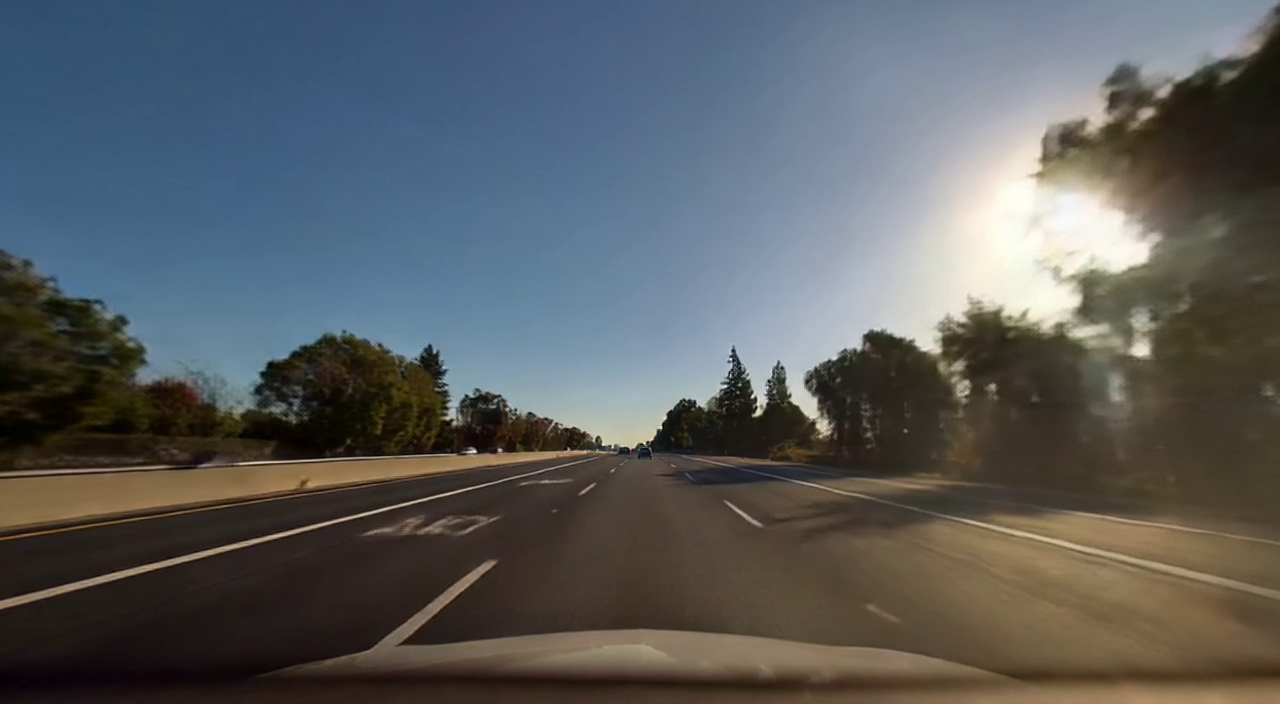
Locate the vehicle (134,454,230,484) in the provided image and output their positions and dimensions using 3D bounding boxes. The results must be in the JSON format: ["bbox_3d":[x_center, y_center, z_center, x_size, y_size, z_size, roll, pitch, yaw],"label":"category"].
[{"bbox_3d":[-24.394,6.211,33.817,1.803,1.449,4.423,0,-9,1],"label":"vehicle"}]
